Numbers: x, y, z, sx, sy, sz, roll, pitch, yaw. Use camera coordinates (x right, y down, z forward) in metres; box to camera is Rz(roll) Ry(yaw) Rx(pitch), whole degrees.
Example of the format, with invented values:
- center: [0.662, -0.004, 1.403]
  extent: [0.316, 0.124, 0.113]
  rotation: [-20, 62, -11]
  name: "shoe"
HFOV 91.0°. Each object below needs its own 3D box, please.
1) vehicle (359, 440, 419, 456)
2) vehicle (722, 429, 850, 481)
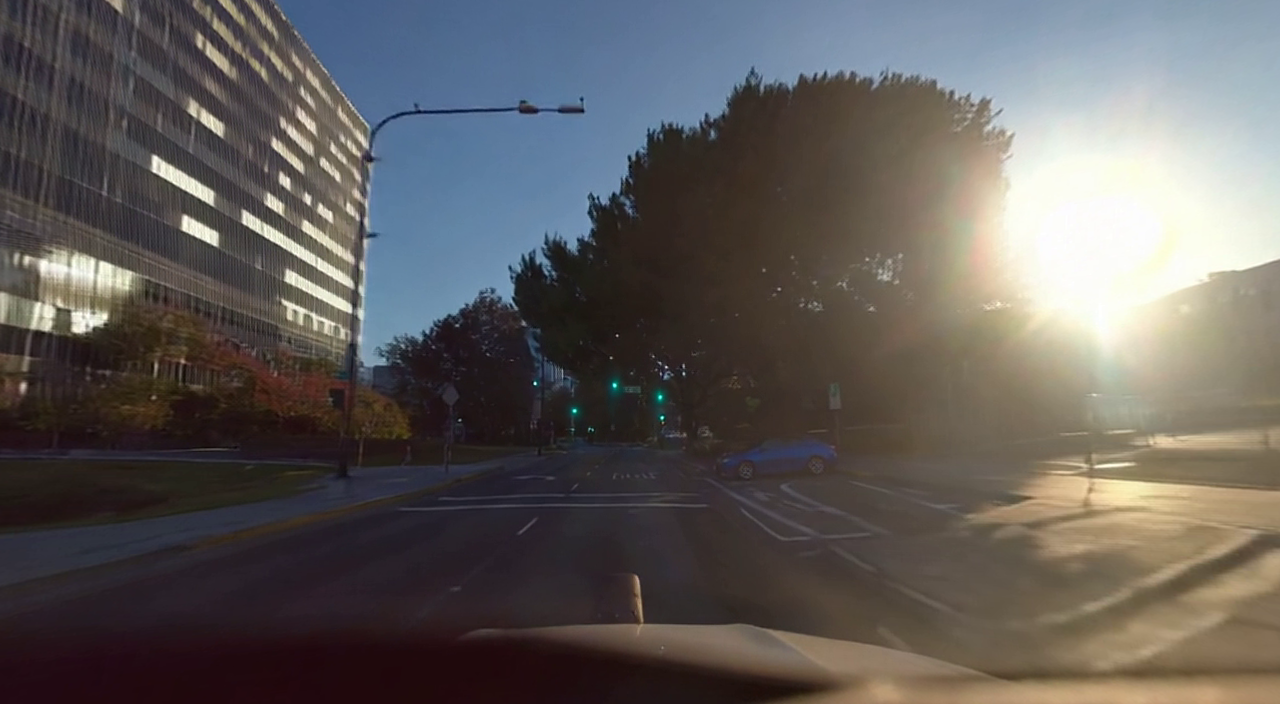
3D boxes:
- center: [-19.741, 7.581, 49.779]
  extent: [2.660, 1.211, 4.739]
  rotation: [0, -8, 1]
  name: "vehicle"
- center: [4.826, 3.331, 20.739]
  extent: [3.844, 1.524, 1.847]
  rotation: [4, -9, -31]
  name: "vehicle"
